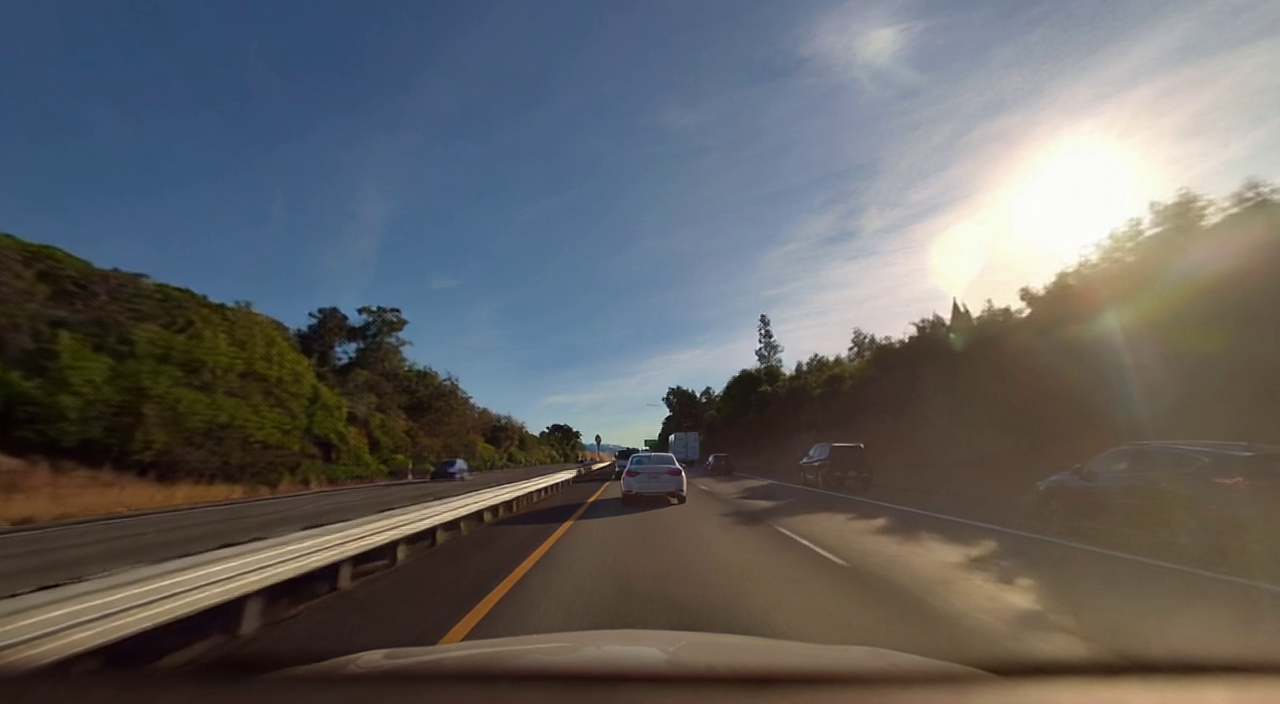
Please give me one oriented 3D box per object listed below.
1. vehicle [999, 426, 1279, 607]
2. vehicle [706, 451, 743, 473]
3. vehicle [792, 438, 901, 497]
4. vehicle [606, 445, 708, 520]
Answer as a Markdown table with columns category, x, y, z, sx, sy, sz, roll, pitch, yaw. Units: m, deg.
| category | x | y | z | sx | sy | sz | roll | pitch | yaw |
| --- | --- | --- | --- | --- | --- | --- | --- | --- | --- |
| vehicle | 6.282 | 1.664 | 7.133 | 1.965 | 1.484 | 4.090 | 0 | -9 | -1 |
| vehicle | 5.969 | 7.838 | 45.042 | 1.921 | 1.451 | 3.841 | 0 | -9 | -3 |
| vehicle | 6.514 | 3.690 | 20.433 | 1.980 | 1.702 | 4.235 | 0 | -9 | -2 |
| vehicle | 0.311 | 2.961 | 14.748 | 2.076 | 1.485 | 3.774 | 0 | -9 | -1 |
